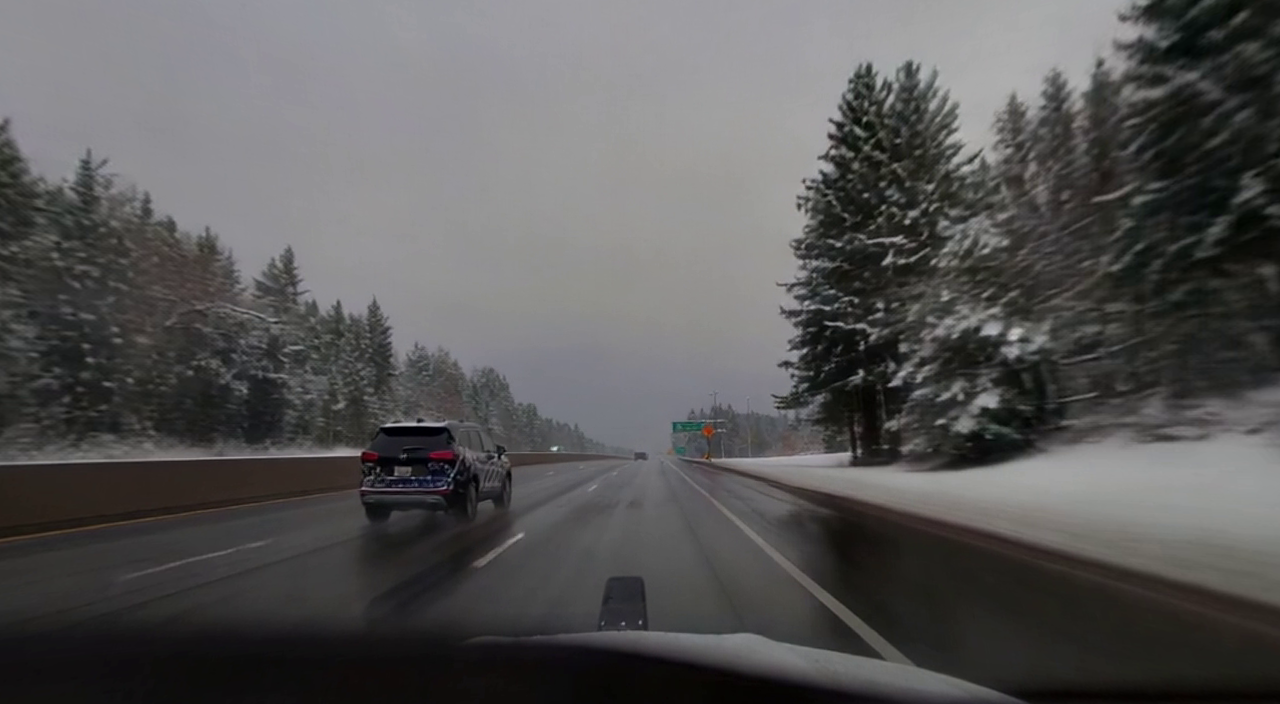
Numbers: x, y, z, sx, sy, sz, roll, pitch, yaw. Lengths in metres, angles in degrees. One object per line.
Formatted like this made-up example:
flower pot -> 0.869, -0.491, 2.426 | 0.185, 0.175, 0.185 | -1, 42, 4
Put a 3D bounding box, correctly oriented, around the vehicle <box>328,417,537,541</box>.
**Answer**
vehicle -> -3.441, 2.215, 11.687 | 2.183, 1.803, 4.685 | 0, -8, 1
